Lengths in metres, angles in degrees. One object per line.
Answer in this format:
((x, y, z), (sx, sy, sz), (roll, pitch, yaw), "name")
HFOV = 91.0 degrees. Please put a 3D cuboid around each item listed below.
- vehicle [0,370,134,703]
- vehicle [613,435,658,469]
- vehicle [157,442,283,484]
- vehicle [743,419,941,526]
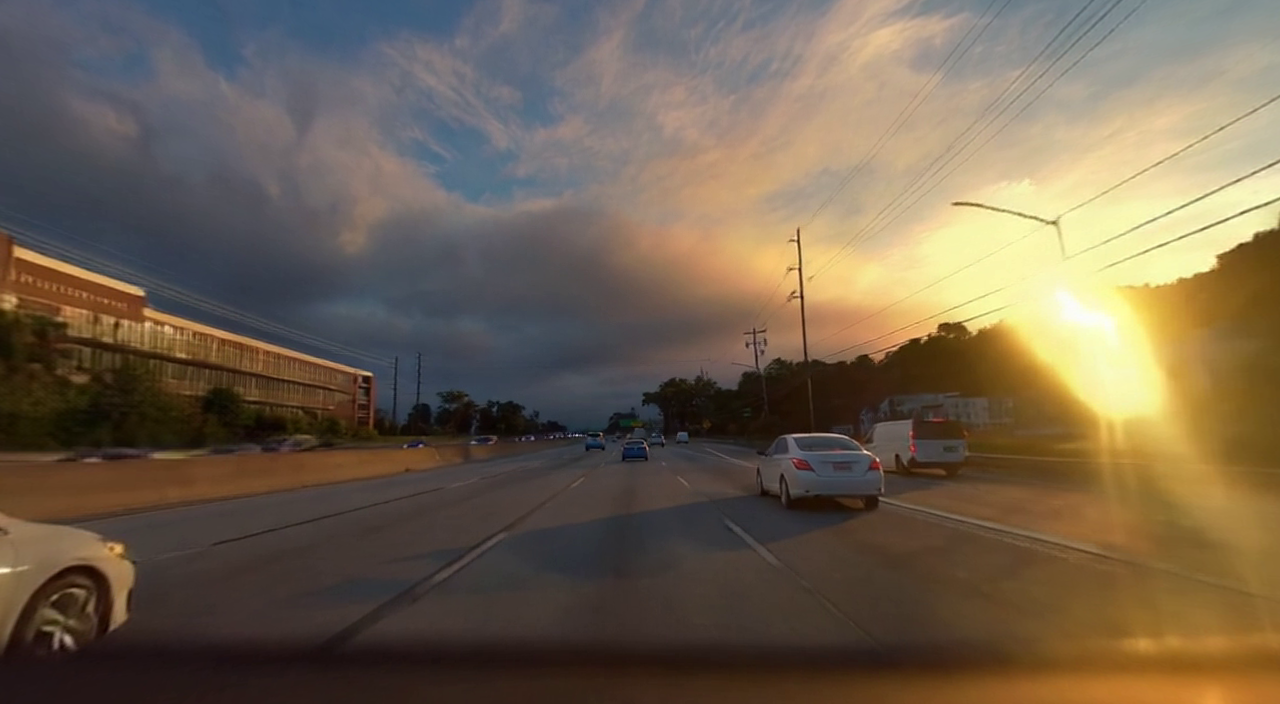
((-4.190, 0.653, 1.477), (2.251, 1.575, 4.488), (0, -8, 0), "vehicle")
((-0.231, 4.789, 30.264), (2.019, 1.472, 3.971), (0, -8, -1), "vehicle")
((-16.379, 4.328, 24.862), (1.864, 1.495, 4.411), (0, -8, 1), "vehicle")
((3.308, 2.088, 11.438), (1.995, 1.533, 4.463), (0, -8, -2), "vehicle")
